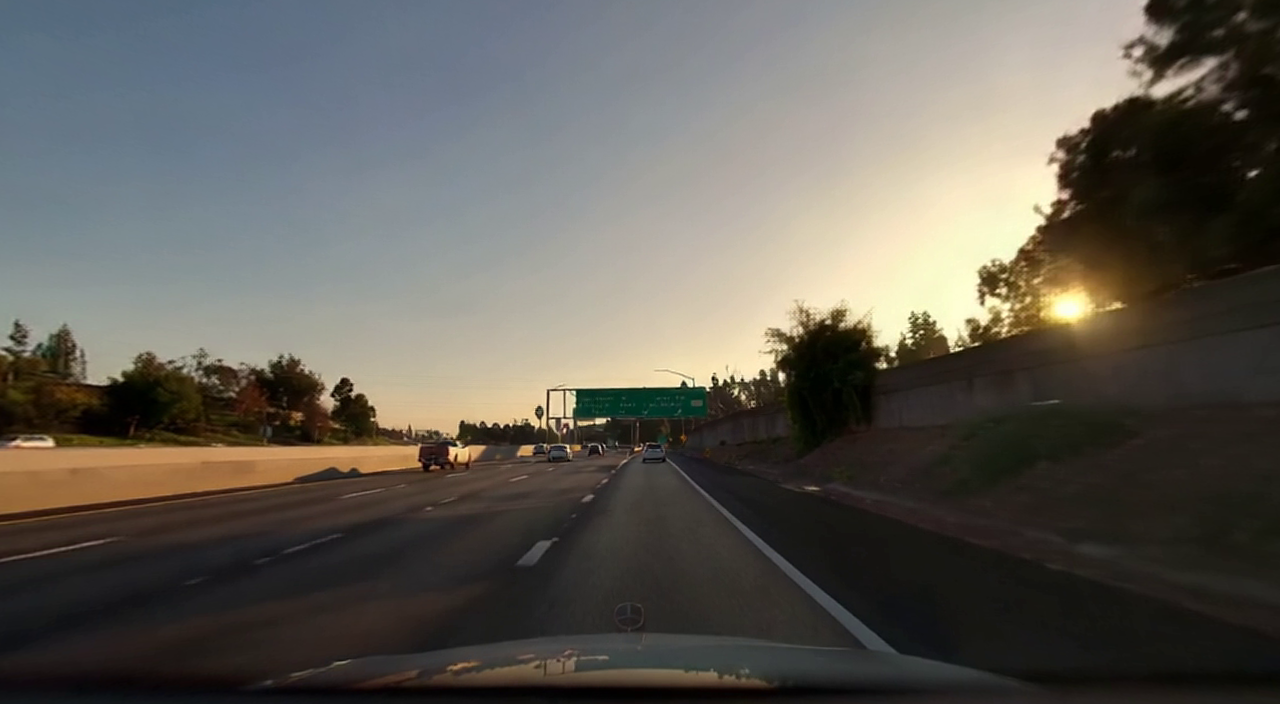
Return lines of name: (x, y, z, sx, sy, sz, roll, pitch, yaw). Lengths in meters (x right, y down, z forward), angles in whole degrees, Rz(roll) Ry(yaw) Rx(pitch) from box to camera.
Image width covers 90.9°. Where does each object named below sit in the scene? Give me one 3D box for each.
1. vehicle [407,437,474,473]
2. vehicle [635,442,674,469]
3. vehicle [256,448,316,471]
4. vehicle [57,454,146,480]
vehicle: (-11.033, 5.712, 35.221, 2.246, 1.812, 4.740, -1, -8, -1)
vehicle: (0.837, 6.054, 37.080, 2.137, 1.461, 3.999, -1, -8, 1)
vehicle: (-25.948, 7.866, 46.392, 2.003, 1.506, 4.340, -1, -8, -2)
vehicle: (-35.518, 7.578, 41.777, 1.982, 1.507, 4.757, 0, -8, -4)
